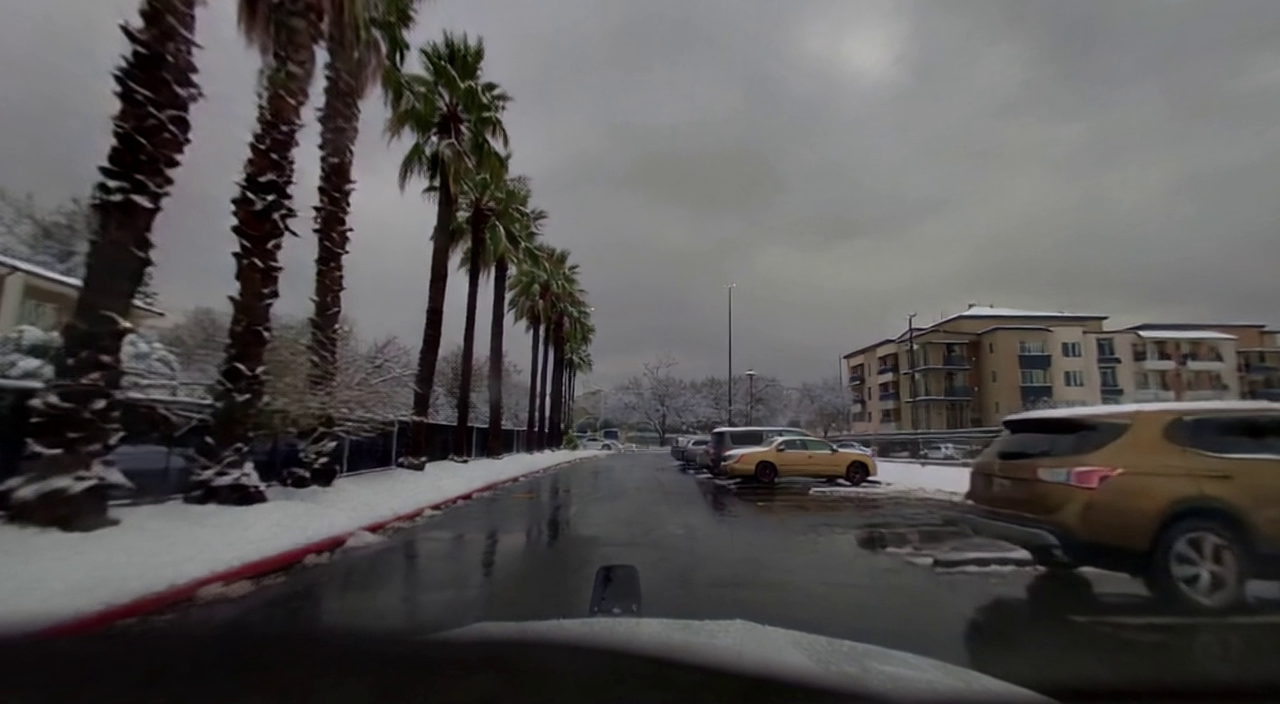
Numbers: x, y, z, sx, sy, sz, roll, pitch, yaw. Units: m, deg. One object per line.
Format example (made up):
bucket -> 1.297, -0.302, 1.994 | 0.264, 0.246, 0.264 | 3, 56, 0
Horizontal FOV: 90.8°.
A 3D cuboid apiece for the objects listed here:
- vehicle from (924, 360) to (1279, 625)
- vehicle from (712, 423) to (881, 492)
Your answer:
vehicle -> 5.341, 1.219, 5.642 | 4.691, 1.877, 1.959 | 2, -9, 4
vehicle -> 4.642, 3.177, 19.160 | 4.609, 1.734, 1.909 | 3, -8, 0
